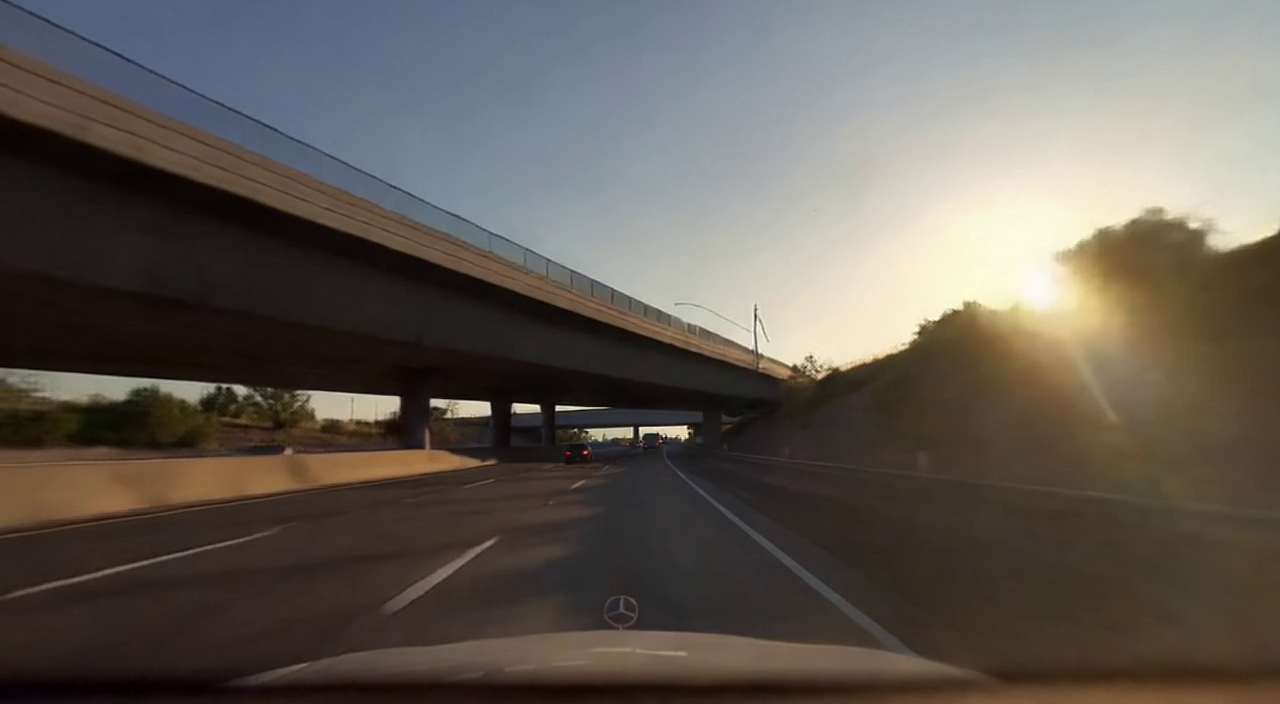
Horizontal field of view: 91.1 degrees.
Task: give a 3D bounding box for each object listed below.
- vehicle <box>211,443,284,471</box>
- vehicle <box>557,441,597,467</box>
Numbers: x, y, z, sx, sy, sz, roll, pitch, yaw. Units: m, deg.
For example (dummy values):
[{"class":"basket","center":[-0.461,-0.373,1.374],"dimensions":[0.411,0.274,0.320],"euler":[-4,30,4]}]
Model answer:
[{"class":"vehicle","center":[-23.543,6.291,37.885],"dimensions":[1.819,1.546,3.816],"euler":[-1,-9,1]},{"class":"vehicle","center":[-3.906,6.455,39.876],"dimensions":[1.961,1.540,4.487],"euler":[-1,-9,2]}]
